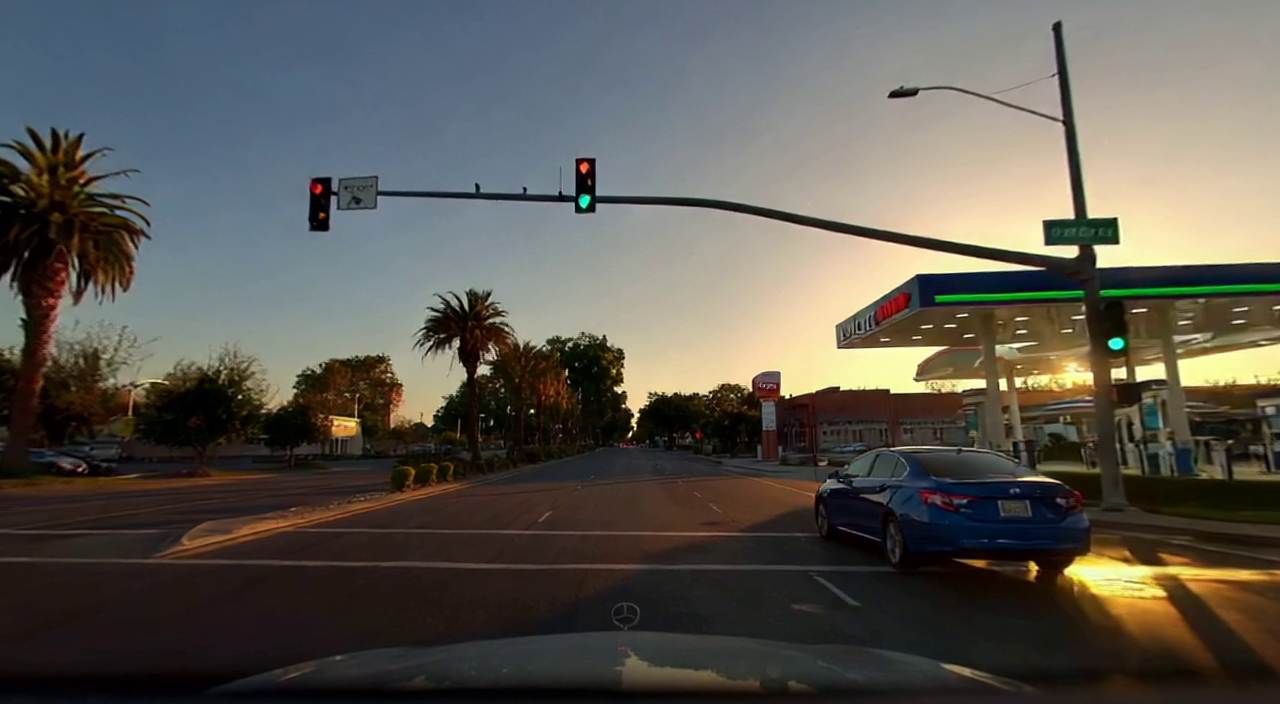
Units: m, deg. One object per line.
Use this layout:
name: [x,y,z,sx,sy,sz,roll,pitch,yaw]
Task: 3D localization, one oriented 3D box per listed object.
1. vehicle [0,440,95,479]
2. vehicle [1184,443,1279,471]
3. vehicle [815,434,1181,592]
vehicle: [-32.810,5.779,34.268,1.987,1.959,5.016,0,-8,-1]
vehicle: [33.683,5.904,35.679,4.010,1.497,1.991,0,-8,-1]
vehicle: [3.938,1.807,8.050,1.978,1.442,4.262,0,-8,-3]
